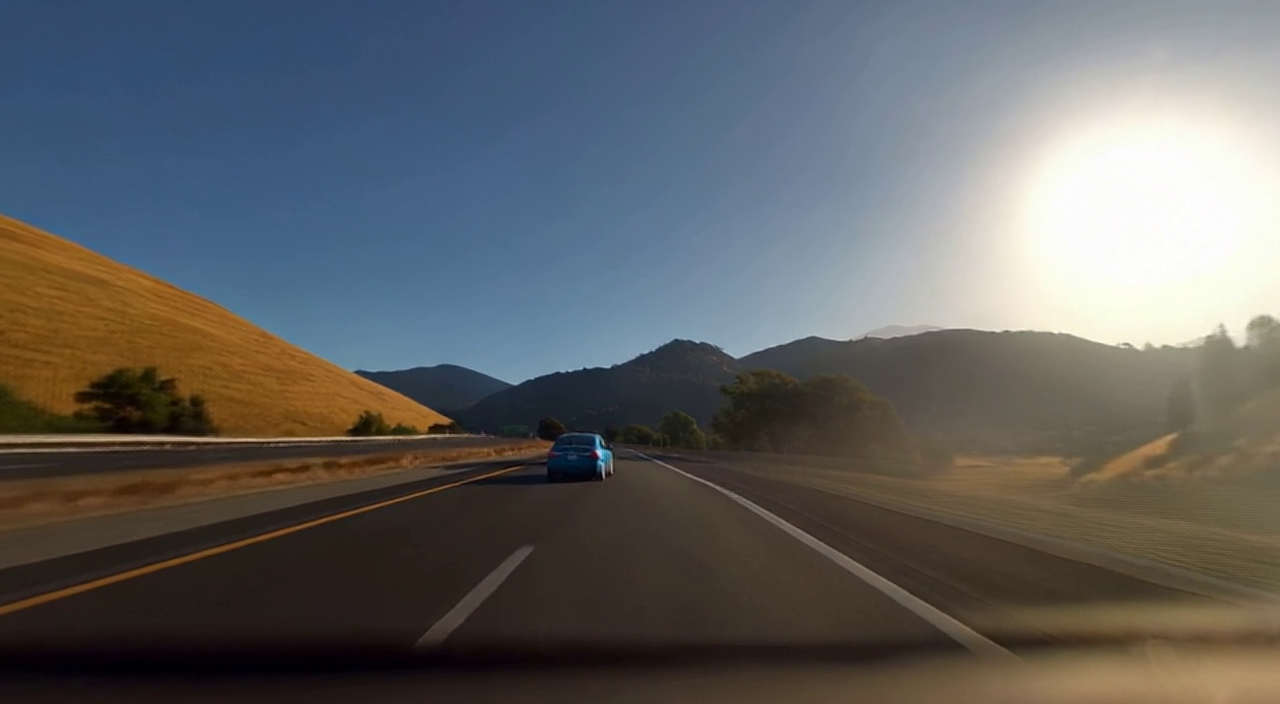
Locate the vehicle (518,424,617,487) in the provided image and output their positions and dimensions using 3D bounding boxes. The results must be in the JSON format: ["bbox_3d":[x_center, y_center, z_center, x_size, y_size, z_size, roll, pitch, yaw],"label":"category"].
[{"bbox_3d":[-1.850,2.825,17.585,2.097,1.511,4.585,0,-8,2],"label":"vehicle"}]
